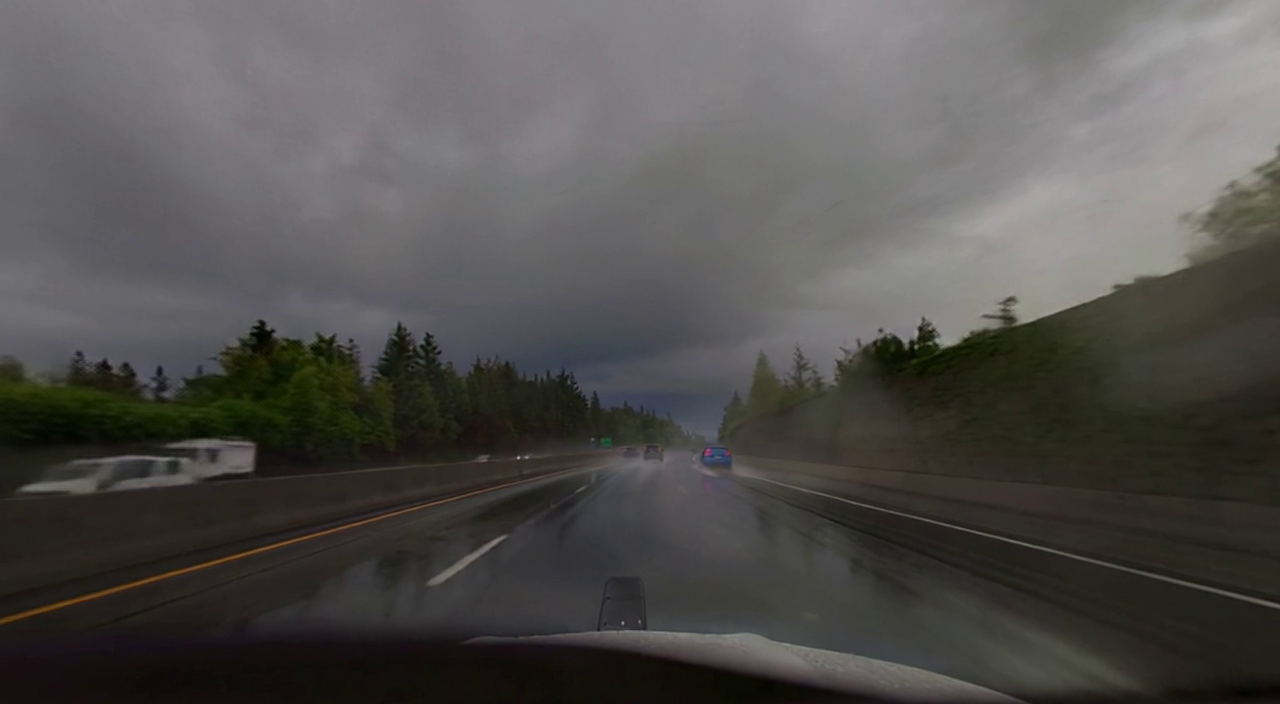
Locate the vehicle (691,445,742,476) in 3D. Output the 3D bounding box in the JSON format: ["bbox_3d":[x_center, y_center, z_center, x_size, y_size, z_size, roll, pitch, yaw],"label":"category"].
[{"bbox_3d":[4.037,5.816,33.888,2.175,1.574,3.943,0,-9,0],"label":"vehicle"}]
